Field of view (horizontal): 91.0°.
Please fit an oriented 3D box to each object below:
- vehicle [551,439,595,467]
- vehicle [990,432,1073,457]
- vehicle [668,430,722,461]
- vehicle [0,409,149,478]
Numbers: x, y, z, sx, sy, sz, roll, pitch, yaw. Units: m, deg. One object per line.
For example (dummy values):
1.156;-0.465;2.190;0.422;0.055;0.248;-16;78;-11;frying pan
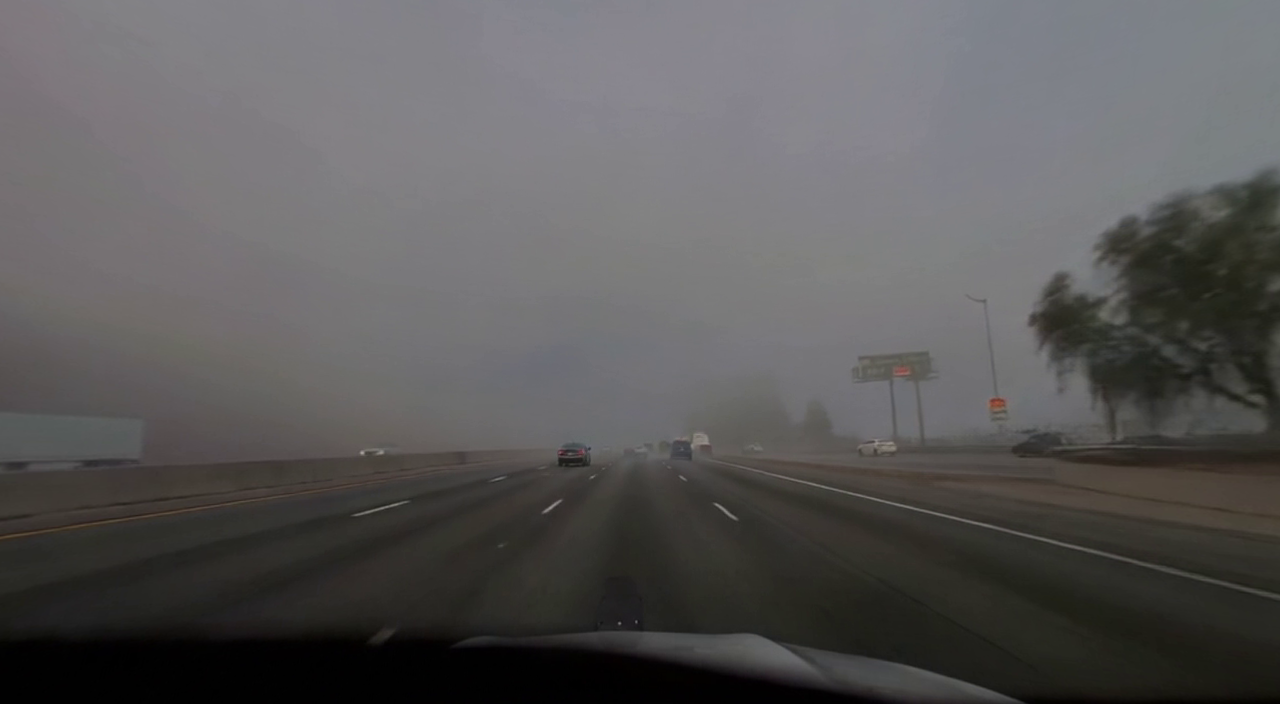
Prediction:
-3.717;5.703;35.754;2.066;1.500;4.415;0;-8;0;vehicle
30.750;7.300;49.613;2.139;1.881;5.005;4;-10;-28;vehicle
3.870;7.057;47.524;3.042;2.004;14.051;0;-8;1;vehicle
-39.600;5.993;41.037;3.197;4.032;16.898;1;-9;-6;vehicle
